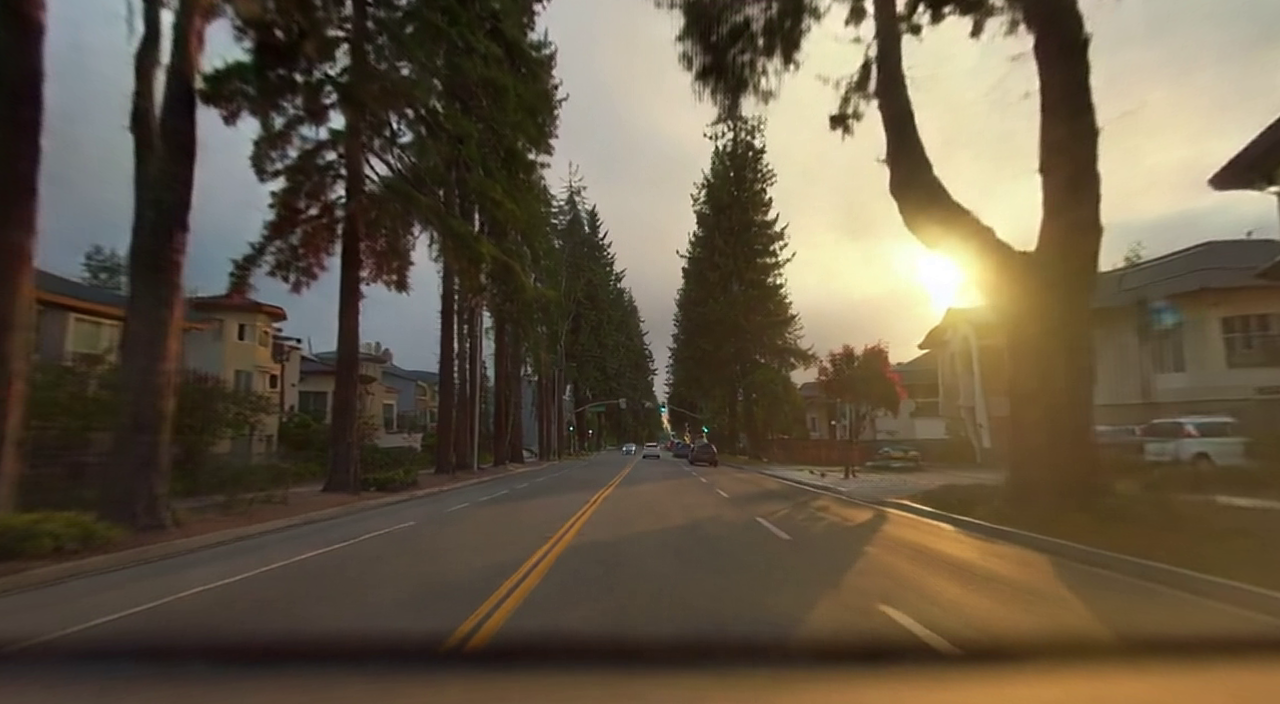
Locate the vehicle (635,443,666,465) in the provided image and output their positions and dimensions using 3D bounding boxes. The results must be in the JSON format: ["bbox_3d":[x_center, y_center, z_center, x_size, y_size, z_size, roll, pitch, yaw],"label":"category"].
[{"bbox_3d":[0.725,7.202,44.549,2.097,1.463,4.043,0,-9,0],"label":"vehicle"}]

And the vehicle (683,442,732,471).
[{"bbox_3d":[3.628,5.738,34.731,2.078,1.488,4.741,0,-9,-1],"label":"vehicle"}]

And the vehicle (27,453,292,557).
[{"bbox_3d":[-9.428,2.965,12.981,1.933,1.498,4.446,-4,-7,1],"label":"vehicle"}]

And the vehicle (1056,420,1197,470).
[{"bbox_3d":[19.664,3.766,25.597,4.063,1.912,2.029,1,-9,-5],"label":"vehicle"}]
